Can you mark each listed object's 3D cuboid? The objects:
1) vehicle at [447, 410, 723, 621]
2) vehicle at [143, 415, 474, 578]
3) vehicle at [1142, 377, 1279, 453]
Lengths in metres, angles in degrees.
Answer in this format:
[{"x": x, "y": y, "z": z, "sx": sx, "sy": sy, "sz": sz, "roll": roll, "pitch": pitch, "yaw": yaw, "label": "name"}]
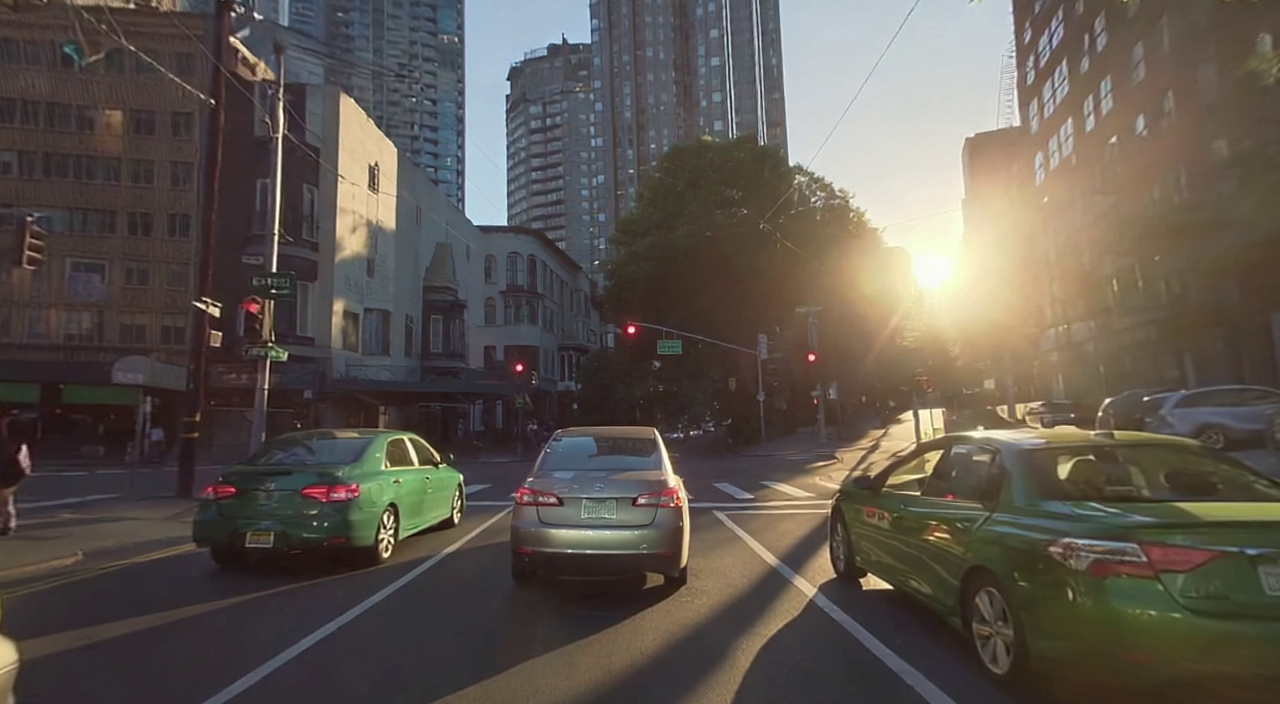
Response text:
[{"x": -0.422, "y": 1.479, "z": 6.626, "sx": 1.999, "sy": 1.520, "sz": 3.896, "roll": 0, "pitch": -8, "yaw": -1, "label": "vehicle"}, {"x": -3.705, "y": 1.686, "z": 8.175, "sx": 1.934, "sy": 1.522, "sz": 4.287, "roll": 0, "pitch": -8, "yaw": 0, "label": "vehicle"}, {"x": 21.621, "y": 2.298, "z": 22.506, "sx": 5.863, "sy": 2.493, "sz": 2.354, "roll": 1, "pitch": -9, "yaw": -11, "label": "vehicle"}]
